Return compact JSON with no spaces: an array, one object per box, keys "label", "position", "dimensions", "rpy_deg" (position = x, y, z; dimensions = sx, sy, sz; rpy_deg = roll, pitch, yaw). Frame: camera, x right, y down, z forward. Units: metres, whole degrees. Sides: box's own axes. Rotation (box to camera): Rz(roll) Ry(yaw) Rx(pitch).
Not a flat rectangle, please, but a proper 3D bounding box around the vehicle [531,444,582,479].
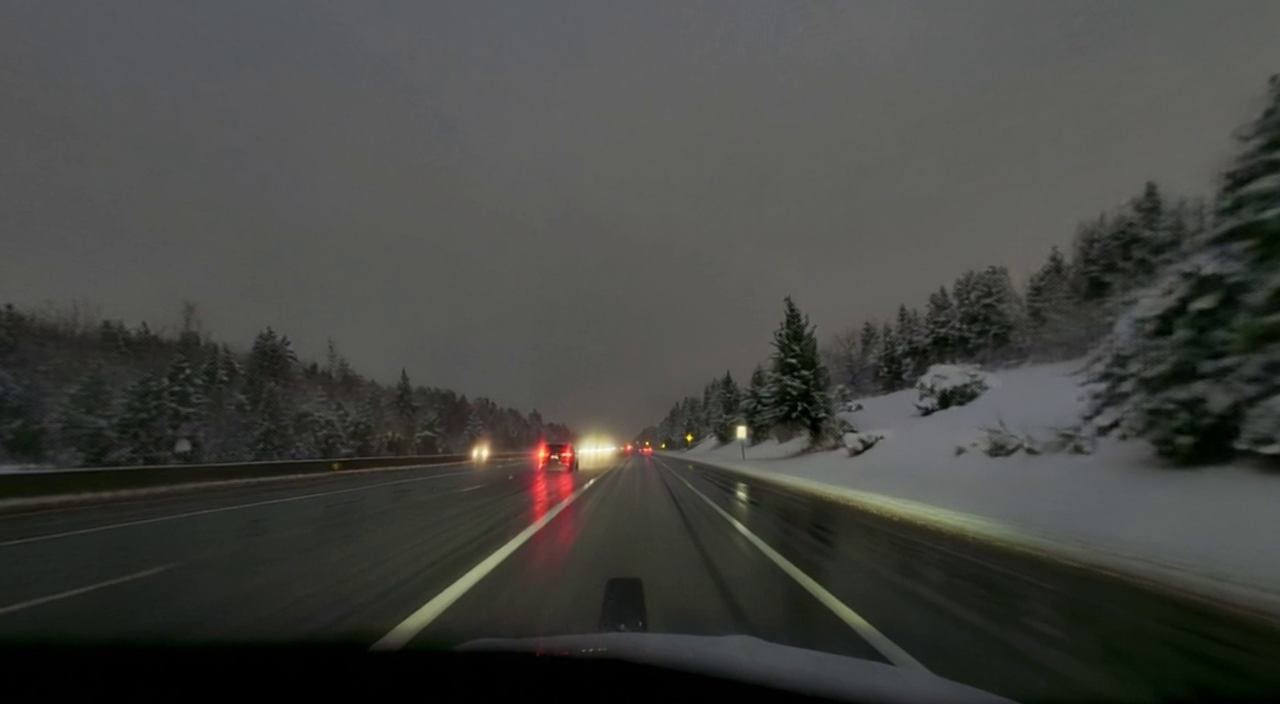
[{"label":"vehicle","position":[-3.827,5.081,29.468],"dimensions":[1.786,1.488,4.023],"rpy_deg":[0,-8,1]}]
